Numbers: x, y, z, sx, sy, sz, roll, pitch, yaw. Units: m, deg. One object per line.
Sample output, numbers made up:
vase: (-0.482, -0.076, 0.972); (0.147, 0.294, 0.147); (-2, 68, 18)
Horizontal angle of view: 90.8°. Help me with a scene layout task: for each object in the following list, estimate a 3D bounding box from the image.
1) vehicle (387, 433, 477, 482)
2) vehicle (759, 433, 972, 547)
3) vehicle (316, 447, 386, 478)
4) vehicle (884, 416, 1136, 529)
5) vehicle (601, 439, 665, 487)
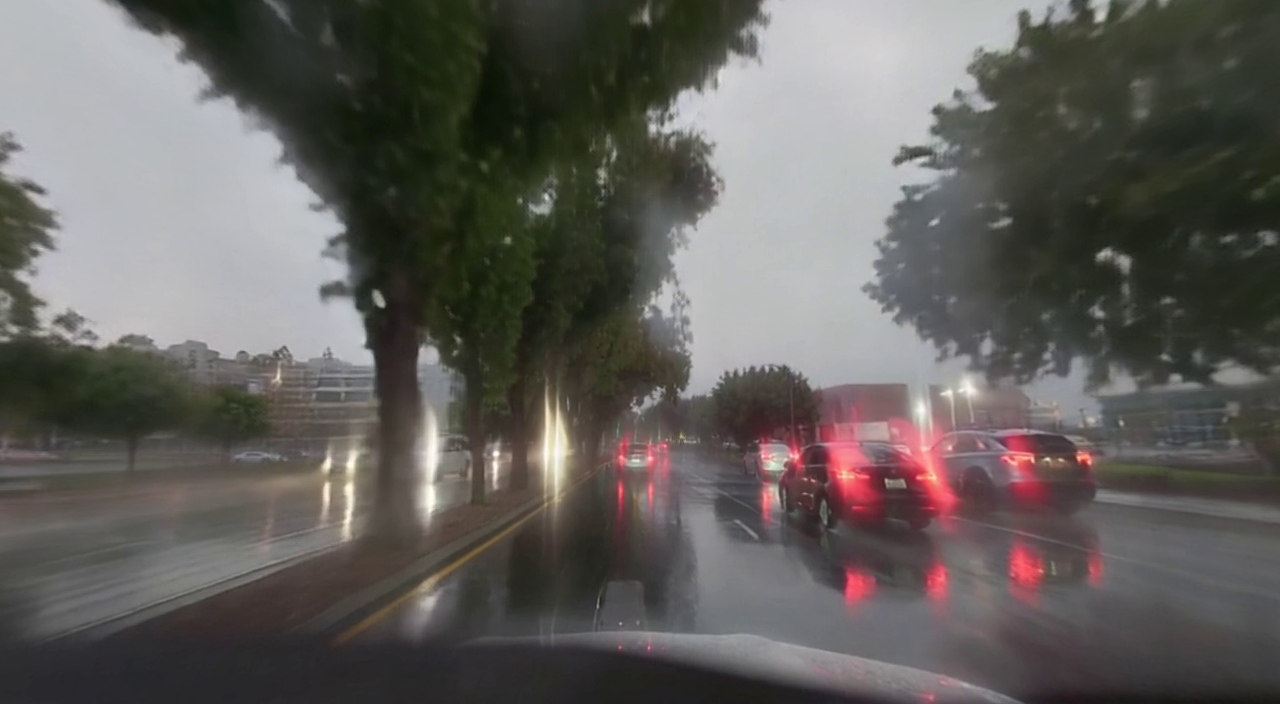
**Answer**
vehicle: (-9.208, 4.730, 28.551); (2.246, 1.943, 5.493); (0, -9, 0)
vehicle: (3.353, 2.131, 10.426); (1.858, 1.466, 4.230); (0, -9, -1)
vehicle: (-16.478, 6.289, 36.282); (1.903, 1.675, 4.547); (0, -9, -1)
vehicle: (6.893, 2.303, 12.581); (2.134, 1.810, 4.590); (0, -9, -1)
vehicle: (-0.246, 3.756, 21.622); (1.994, 1.479, 3.647); (0, -9, -1)
